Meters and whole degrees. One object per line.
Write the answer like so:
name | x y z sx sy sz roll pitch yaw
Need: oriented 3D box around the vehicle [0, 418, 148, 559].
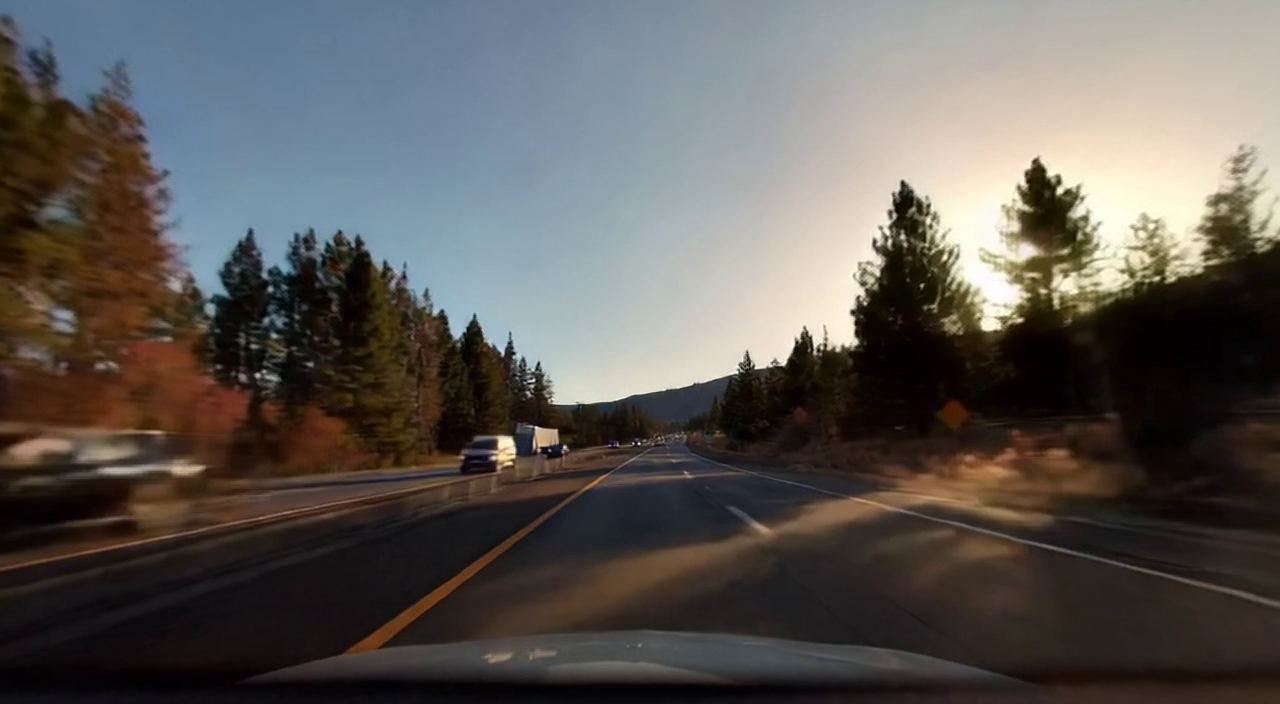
vehicle | -8.966 1.671 7.648 2.081 1.720 4.709 -1 -8 2

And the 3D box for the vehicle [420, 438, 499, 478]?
vehicle | -8.575 5.071 30.490 2.287 1.721 4.651 -1 -8 2
